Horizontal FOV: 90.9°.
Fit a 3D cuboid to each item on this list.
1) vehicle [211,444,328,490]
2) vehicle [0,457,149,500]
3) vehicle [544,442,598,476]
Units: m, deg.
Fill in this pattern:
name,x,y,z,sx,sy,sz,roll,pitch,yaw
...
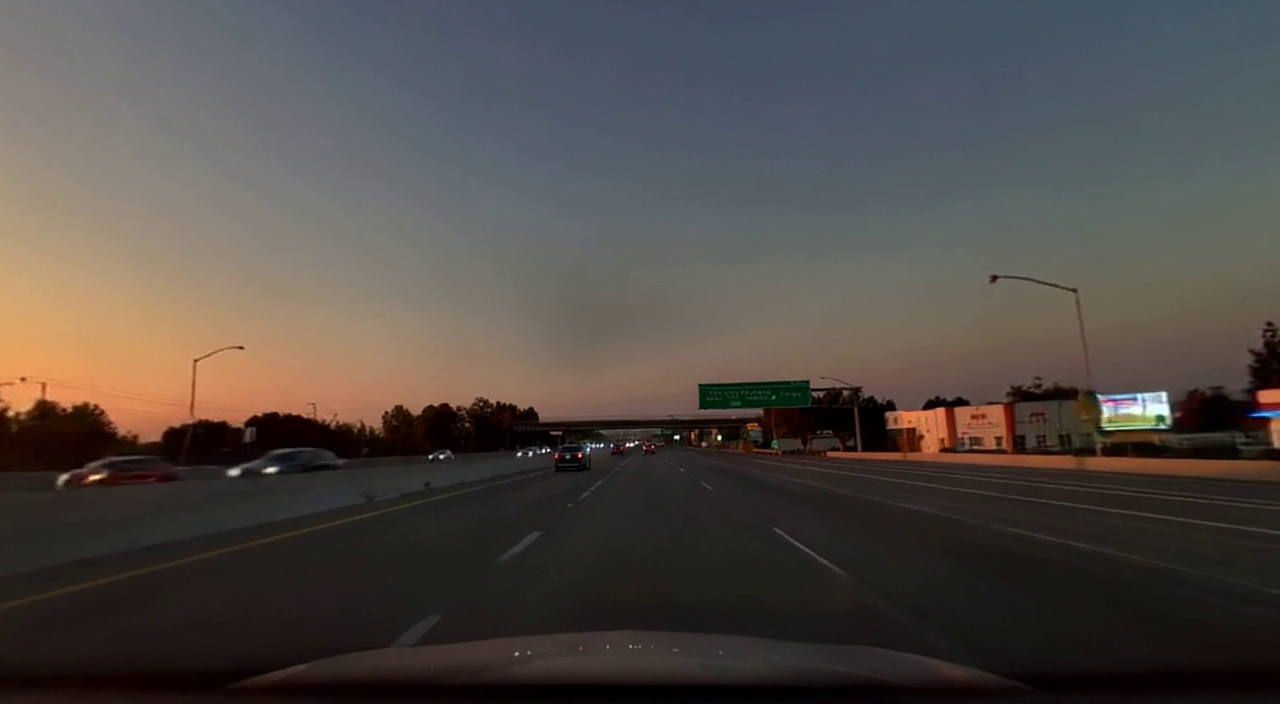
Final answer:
name,x,y,z,sx,sy,sz,roll,pitch,yaw
vehicle,-14.384,4.450,24.824,1.868,1.603,4.417,-1,-9,1
vehicle,-25.058,5.567,28.132,2.072,1.544,5.277,-2,-8,0
vehicle,-3.340,5.291,31.417,2.114,1.510,4.186,-1,-9,1
